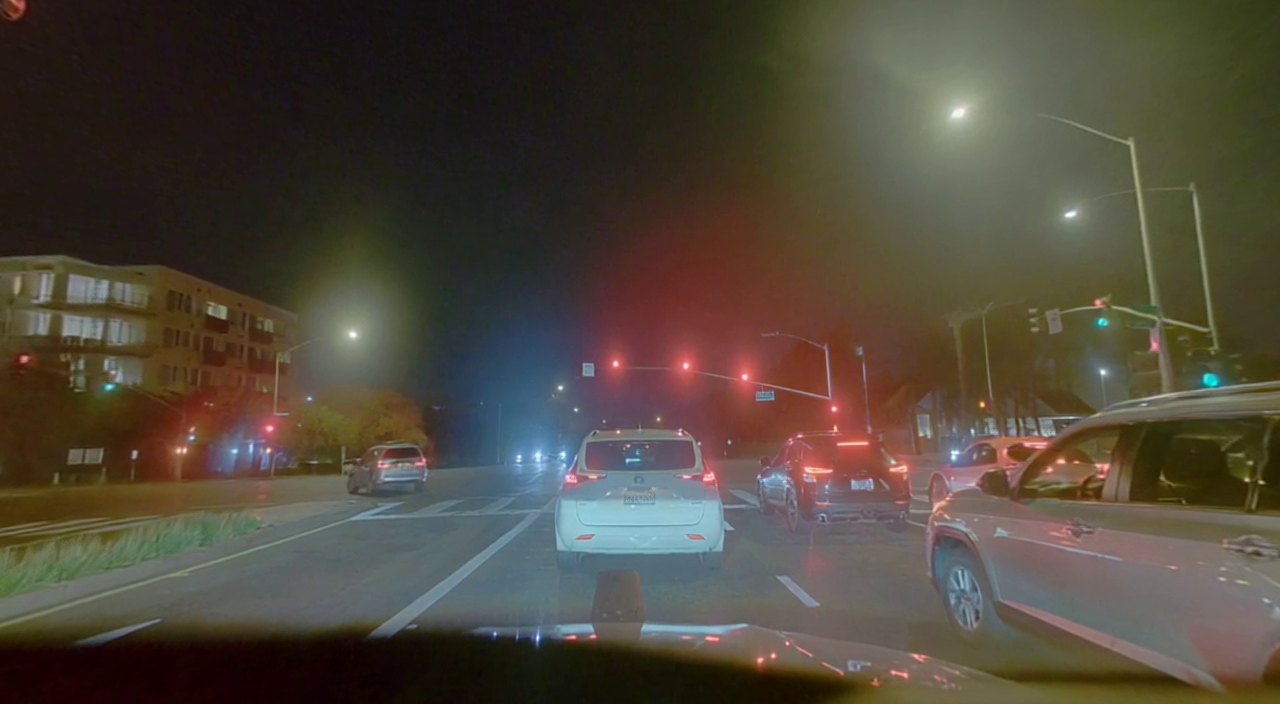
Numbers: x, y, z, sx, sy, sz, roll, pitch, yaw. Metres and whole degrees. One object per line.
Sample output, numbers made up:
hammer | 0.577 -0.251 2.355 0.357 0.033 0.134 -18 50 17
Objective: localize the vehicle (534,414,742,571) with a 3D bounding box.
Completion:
vehicle | -0.068 1.782 8.747 2.188 1.637 4.027 0 -8 -1

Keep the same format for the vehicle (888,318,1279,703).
vehicle | 3.002 0.865 2.660 2.103 1.701 4.294 0 -8 -1

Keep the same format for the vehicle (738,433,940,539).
vehicle | 3.153 2.209 11.128 2.001 1.463 4.398 0 -8 -2

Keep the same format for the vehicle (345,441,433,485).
vehicle | -11.491 4.984 28.798 2.021 1.837 4.448 8 -12 -44
